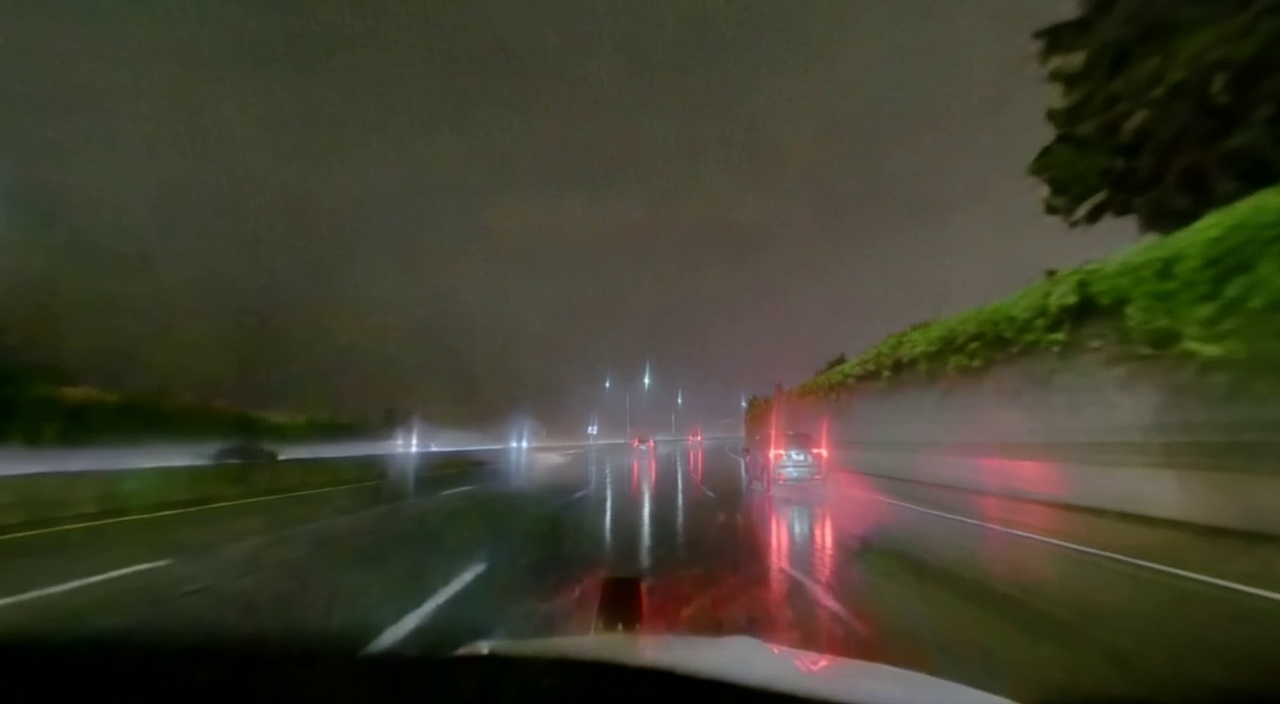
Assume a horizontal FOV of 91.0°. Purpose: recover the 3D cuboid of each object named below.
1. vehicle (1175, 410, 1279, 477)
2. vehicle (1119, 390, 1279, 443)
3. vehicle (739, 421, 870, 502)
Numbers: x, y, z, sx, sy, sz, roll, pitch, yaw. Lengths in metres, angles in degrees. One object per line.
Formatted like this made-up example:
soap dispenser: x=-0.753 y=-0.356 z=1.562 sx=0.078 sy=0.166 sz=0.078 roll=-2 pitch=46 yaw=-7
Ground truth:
vehicle: x=19.135 y=2.756 z=18.971 sx=2.165 sy=1.867 sz=4.641 roll=-1 pitch=-8 yaw=5
vehicle: x=36.431 y=4.317 z=40.805 sx=8.026 sy=2.943 sz=2.564 roll=-10 pitch=-12 yaw=40
vehicle: x=3.872 y=2.670 z=15.692 sx=2.090 sy=1.715 sz=4.228 roll=0 pitch=-8 yaw=0
